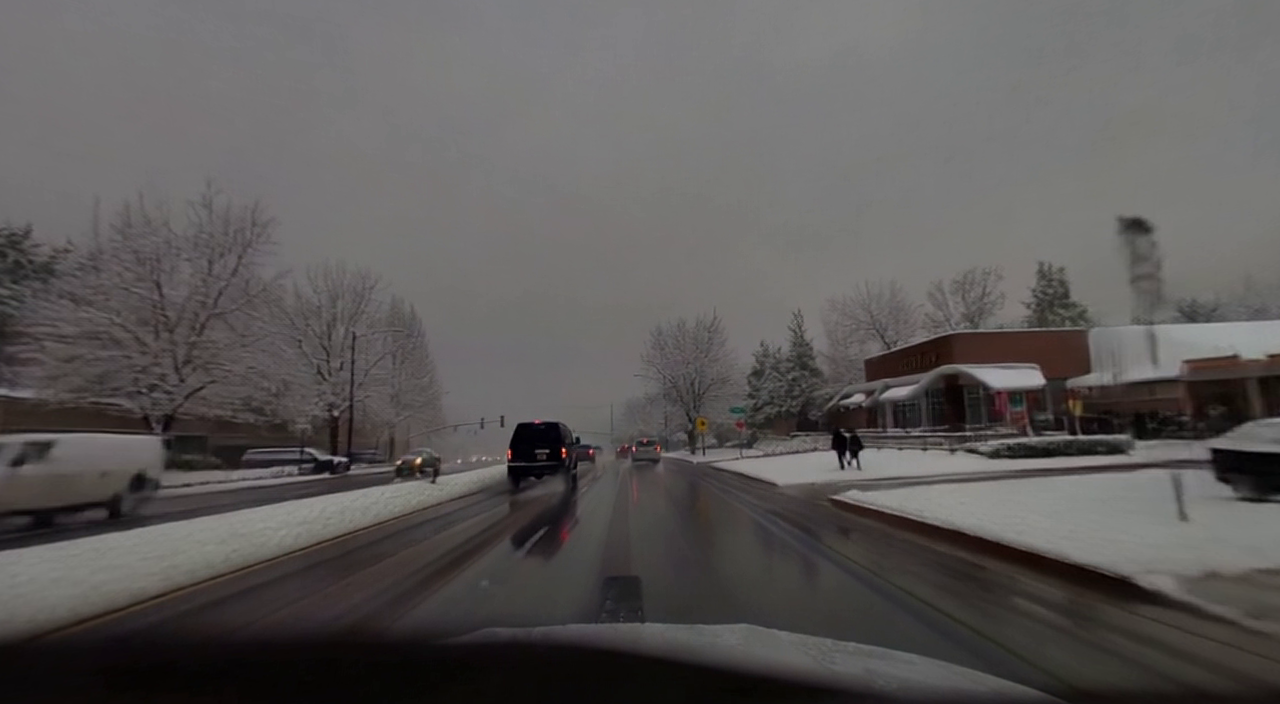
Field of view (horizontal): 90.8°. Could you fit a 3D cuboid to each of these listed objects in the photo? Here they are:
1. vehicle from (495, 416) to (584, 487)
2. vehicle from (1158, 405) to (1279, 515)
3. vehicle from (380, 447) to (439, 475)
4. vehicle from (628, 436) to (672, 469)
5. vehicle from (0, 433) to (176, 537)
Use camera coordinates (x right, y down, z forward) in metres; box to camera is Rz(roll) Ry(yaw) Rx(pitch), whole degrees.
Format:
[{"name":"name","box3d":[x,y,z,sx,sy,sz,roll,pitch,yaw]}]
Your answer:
[{"name":"vehicle","box3d":[-3.228,3.353,21.485,2.213,2.123,5.124,0,-8,-1]},{"name":"vehicle","box3d":[10.034,1.438,8.387,2.194,1.521,4.686,0,-8,-3]},{"name":"vehicle","box3d":[-13.792,6.498,38.113,2.055,1.546,5.019,1,-8,-4]},{"name":"vehicle","box3d":[0.437,5.290,33.391,2.126,1.657,4.132,0,-8,-2]},{"name":"vehicle","box3d":[-12.712,2.683,13.275,2.159,1.860,5.004,0,-8,-1]}]
